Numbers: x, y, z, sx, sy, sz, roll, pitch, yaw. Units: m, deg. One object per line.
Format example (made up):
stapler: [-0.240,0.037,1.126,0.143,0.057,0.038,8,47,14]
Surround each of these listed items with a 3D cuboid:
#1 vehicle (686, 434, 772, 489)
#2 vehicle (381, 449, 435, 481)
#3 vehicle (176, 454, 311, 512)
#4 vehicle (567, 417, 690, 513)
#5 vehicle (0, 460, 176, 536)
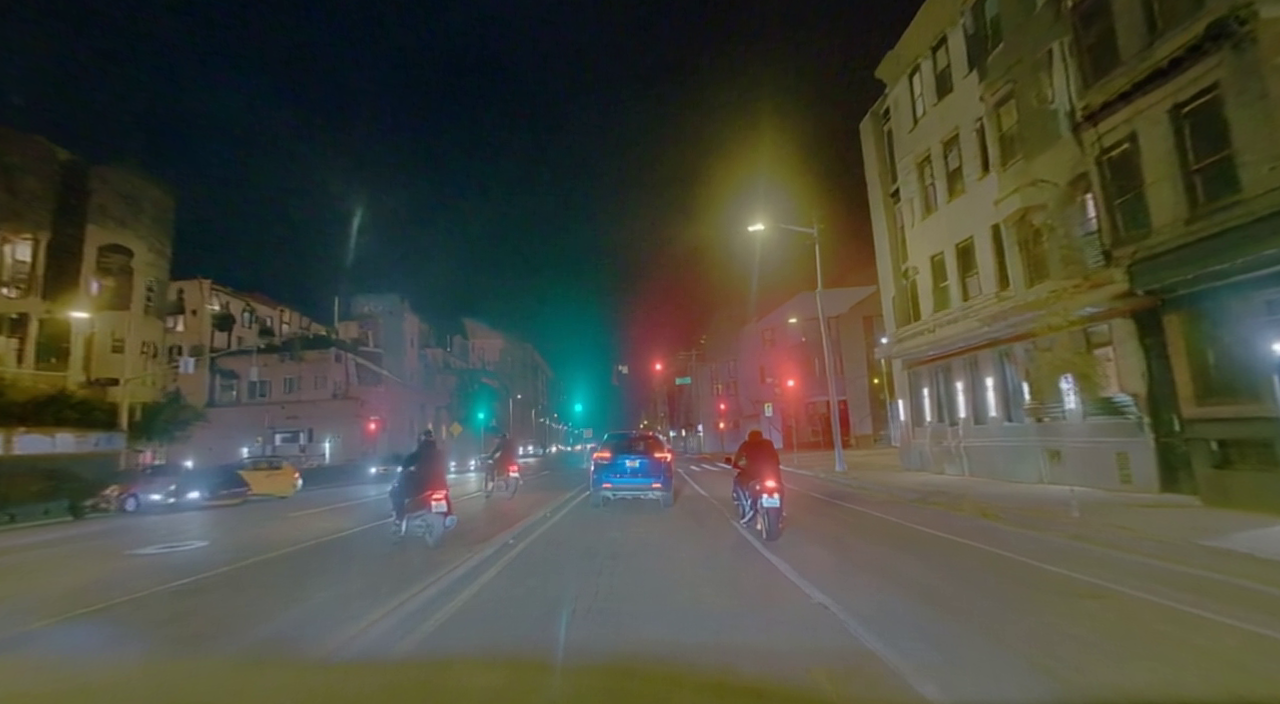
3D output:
vehicle: [2.651,3.413,19.958,2.101,1.507,4.355,0,-8,0]
vehicle: [-14.078,6.847,38.454,1.871,1.786,4.386,0,-9,-4]
vehicle: [-13.814,4.530,22.372,1.926,1.732,4.635,0,-8,-3]
vehicle: [-0.203,2.403,13.776,2.265,1.748,4.130,0,-8,0]
vehicle: [-17.704,4.446,19.919,2.134,1.915,5.317,0,-9,-2]
